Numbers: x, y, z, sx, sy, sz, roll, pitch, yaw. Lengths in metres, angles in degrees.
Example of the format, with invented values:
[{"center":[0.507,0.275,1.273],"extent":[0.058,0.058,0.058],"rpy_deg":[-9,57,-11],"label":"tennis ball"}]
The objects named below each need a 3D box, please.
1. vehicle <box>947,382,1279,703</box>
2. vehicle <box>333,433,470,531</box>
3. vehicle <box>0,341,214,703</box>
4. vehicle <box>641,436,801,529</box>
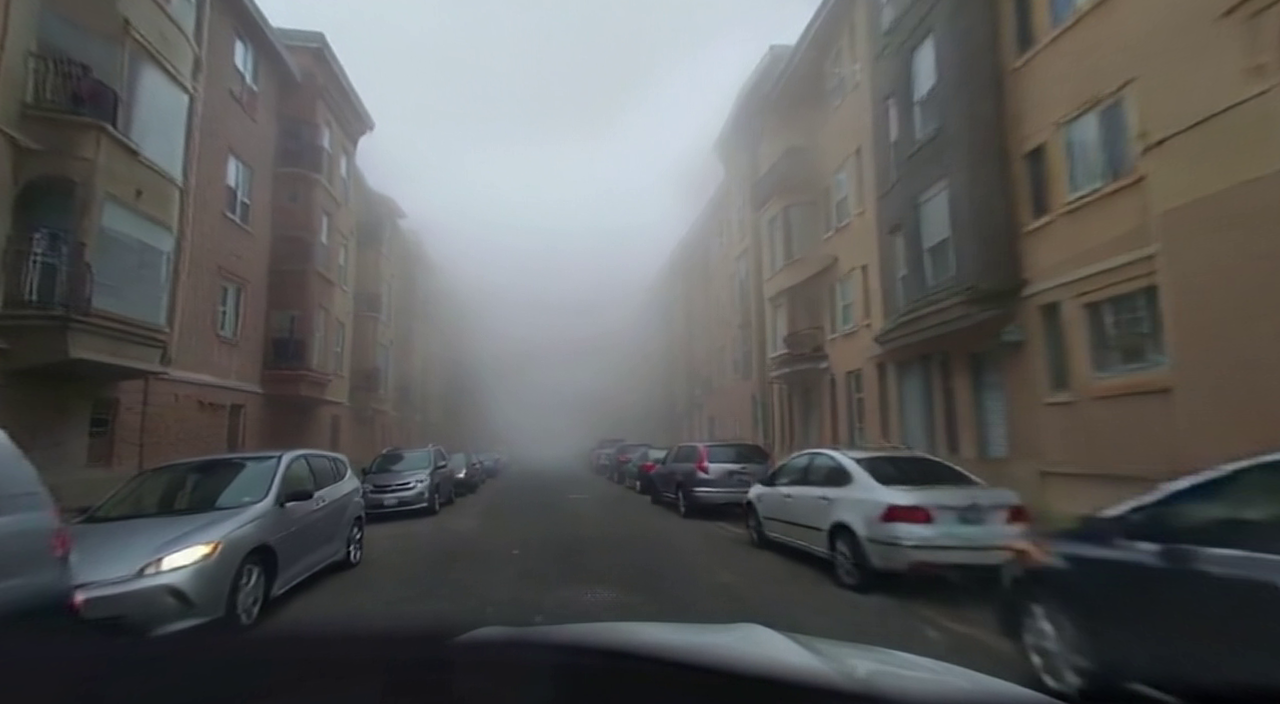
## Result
[{"center":[3.313,0.913,1.813],"extent":[2.025,1.631,4.679],"rpy_deg":[3,-8,-8],"label":"vehicle"},{"center":[-5.360,2.872,14.804],"extent":[2.081,1.679,4.506],"rpy_deg":[-2,-5,-9],"label":"vehicle"},{"center":[-3.435,0.755,1.646],"extent":[2.100,1.769,4.544],"rpy_deg":[0,-8,-10],"label":"vehicle"},{"center":[1.454,2.582,13.366],"extent":[1.968,1.595,4.543],"rpy_deg":[2,-8,-11],"label":"vehicle"}]
